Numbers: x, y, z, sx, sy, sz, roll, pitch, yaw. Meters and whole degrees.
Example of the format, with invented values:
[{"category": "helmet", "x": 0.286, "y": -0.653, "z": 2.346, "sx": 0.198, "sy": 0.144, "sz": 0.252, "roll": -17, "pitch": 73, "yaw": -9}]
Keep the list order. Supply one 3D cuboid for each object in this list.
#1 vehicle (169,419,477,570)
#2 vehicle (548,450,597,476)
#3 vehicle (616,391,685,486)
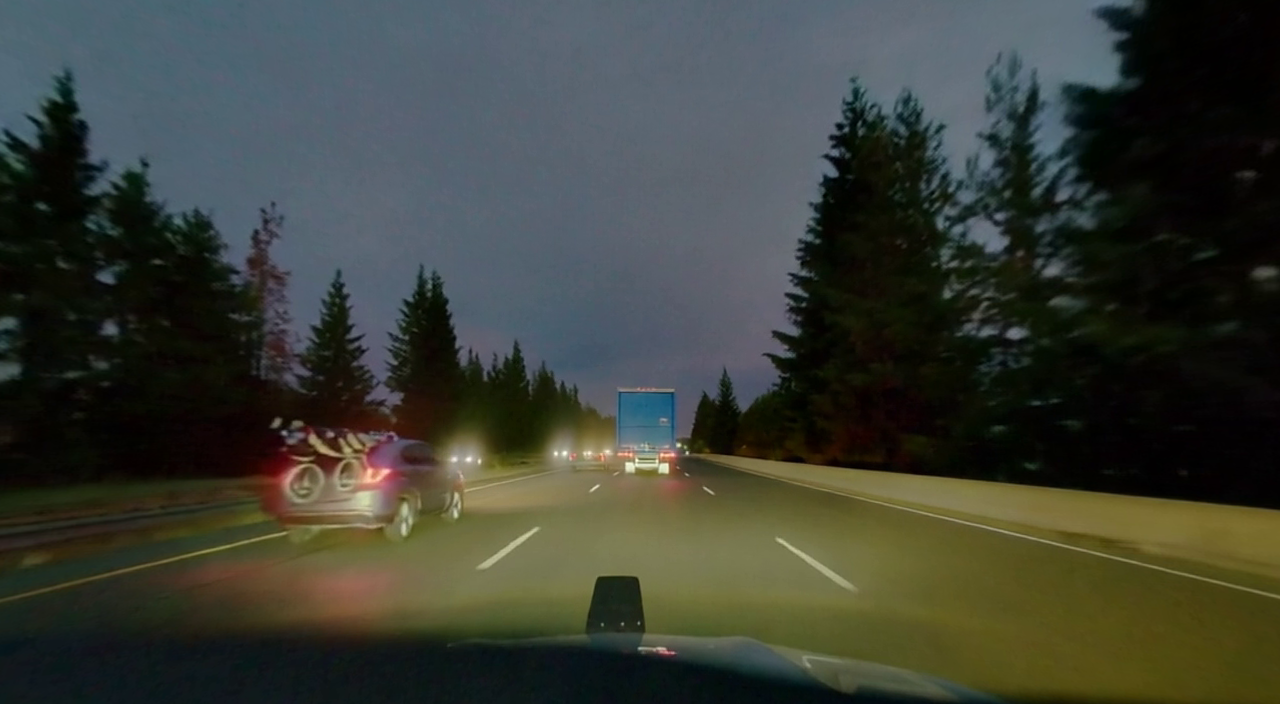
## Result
[{"category": "vehicle", "x": -4.084, "y": 1.927, "z": 9.305, "sx": 2.018, "sy": 1.632, "sz": 4.722, "roll": 0, "pitch": -9, "yaw": 1}, {"category": "vehicle", "x": -3.800, "y": 6.351, "z": 36.348, "sx": 2.133, "sy": 1.358, "sz": 4.870, "roll": 0, "pitch": -9, "yaw": 2}, {"category": "vehicle", "x": 0.560, "y": 4.232, "z": 30.364, "sx": 2.821, "sy": 3.878, "sz": 8.925, "roll": 0, "pitch": -9, "yaw": 2}]
